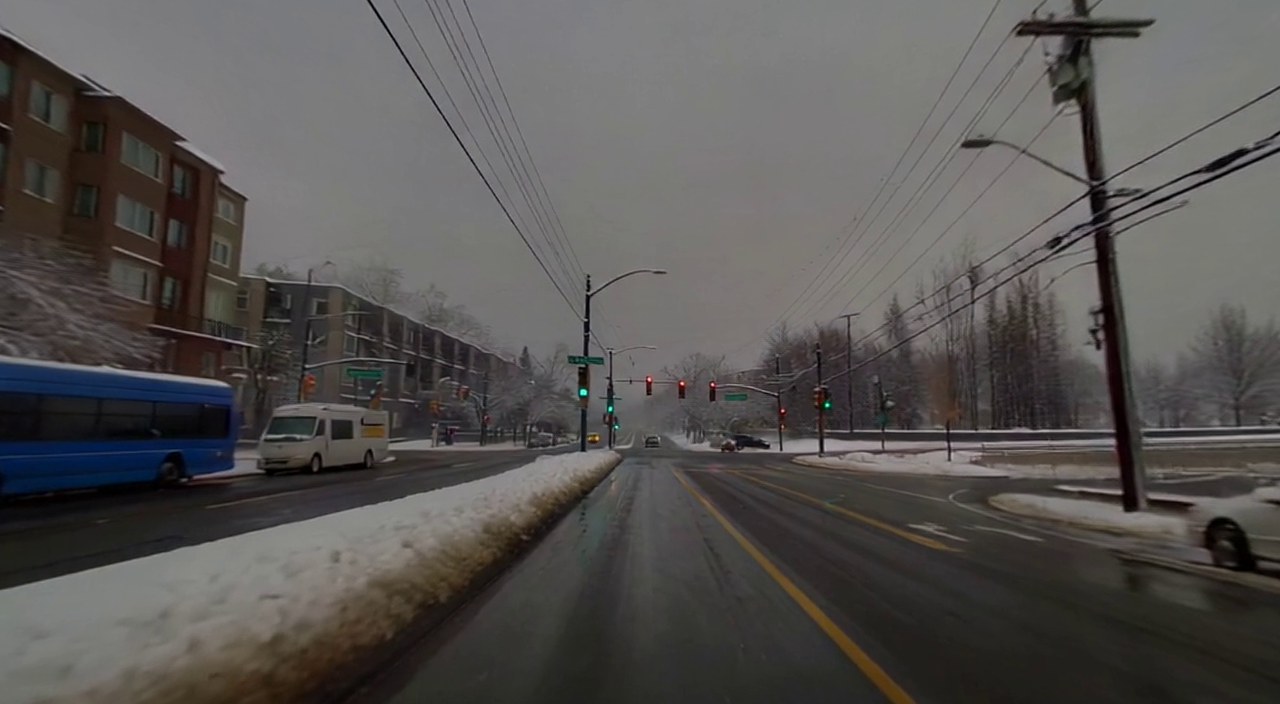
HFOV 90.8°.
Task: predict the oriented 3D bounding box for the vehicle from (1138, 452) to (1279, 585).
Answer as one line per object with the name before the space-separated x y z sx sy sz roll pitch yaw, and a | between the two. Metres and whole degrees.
vehicle | 8.248 1.858 6.859 1.914 1.473 4.507 0 -9 -1

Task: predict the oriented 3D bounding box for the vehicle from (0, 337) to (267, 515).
vehicle | -13.549 1.886 15.130 3.060 3.307 9.997 0 -9 0
